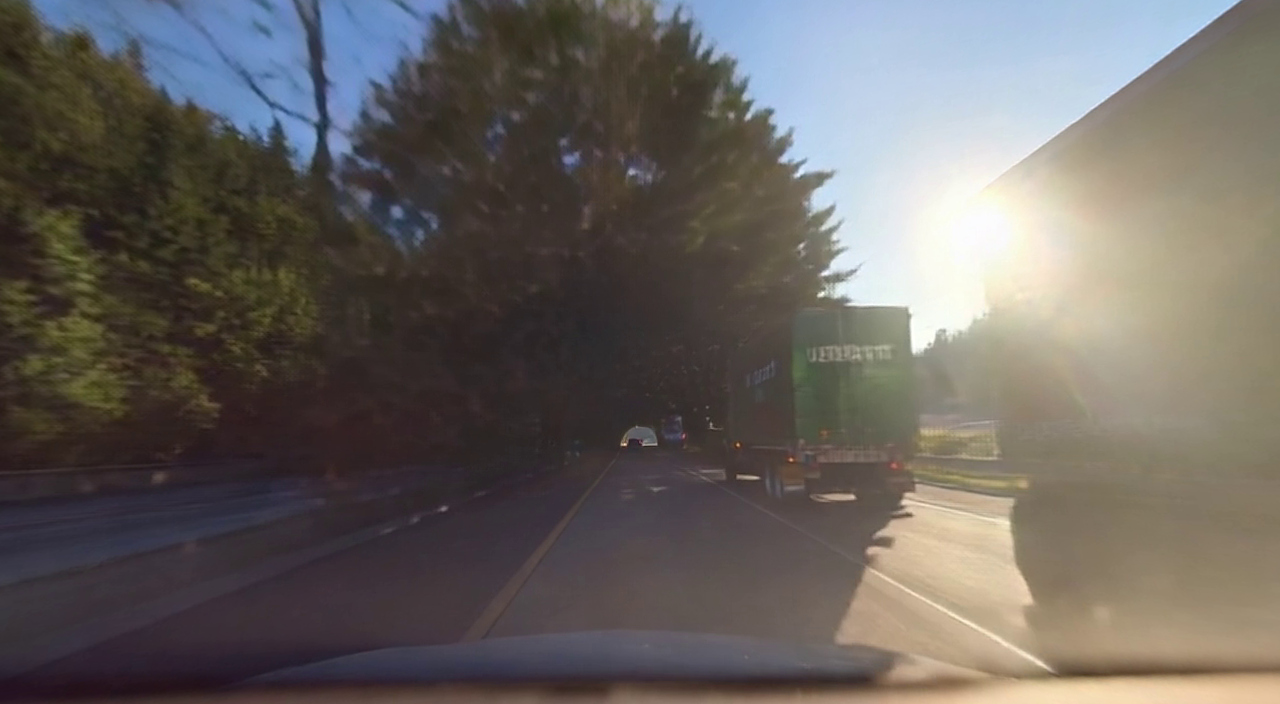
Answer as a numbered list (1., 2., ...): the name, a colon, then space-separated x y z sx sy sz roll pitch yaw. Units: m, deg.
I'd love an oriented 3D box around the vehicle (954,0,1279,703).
1. vehicle: 4.018 -0.587 0.477 3.006 3.850 8.310 0 -8 -1
